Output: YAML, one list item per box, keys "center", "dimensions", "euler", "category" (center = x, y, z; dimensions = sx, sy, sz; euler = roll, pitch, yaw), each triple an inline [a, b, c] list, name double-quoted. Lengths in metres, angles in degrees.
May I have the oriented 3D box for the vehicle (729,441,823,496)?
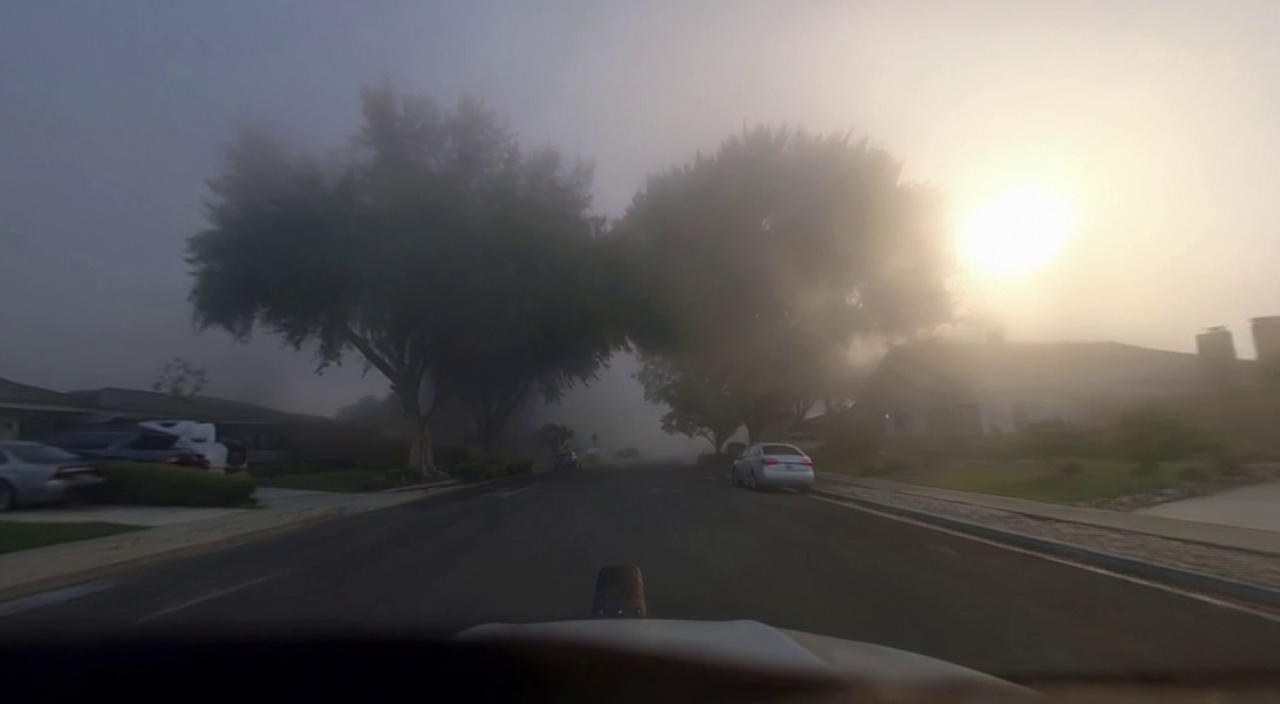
- center: [4.075, 3.547, 19.576]
  dimensions: [2.011, 1.521, 4.292]
  euler: [0, -9, 1]
  category: "vehicle"

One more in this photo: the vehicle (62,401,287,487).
- center: [-16.524, 3.321, 22.563]
  dimensions: [6.381, 2.645, 2.703]
  euler: [-3, -9, 10]
  category: "vehicle"
